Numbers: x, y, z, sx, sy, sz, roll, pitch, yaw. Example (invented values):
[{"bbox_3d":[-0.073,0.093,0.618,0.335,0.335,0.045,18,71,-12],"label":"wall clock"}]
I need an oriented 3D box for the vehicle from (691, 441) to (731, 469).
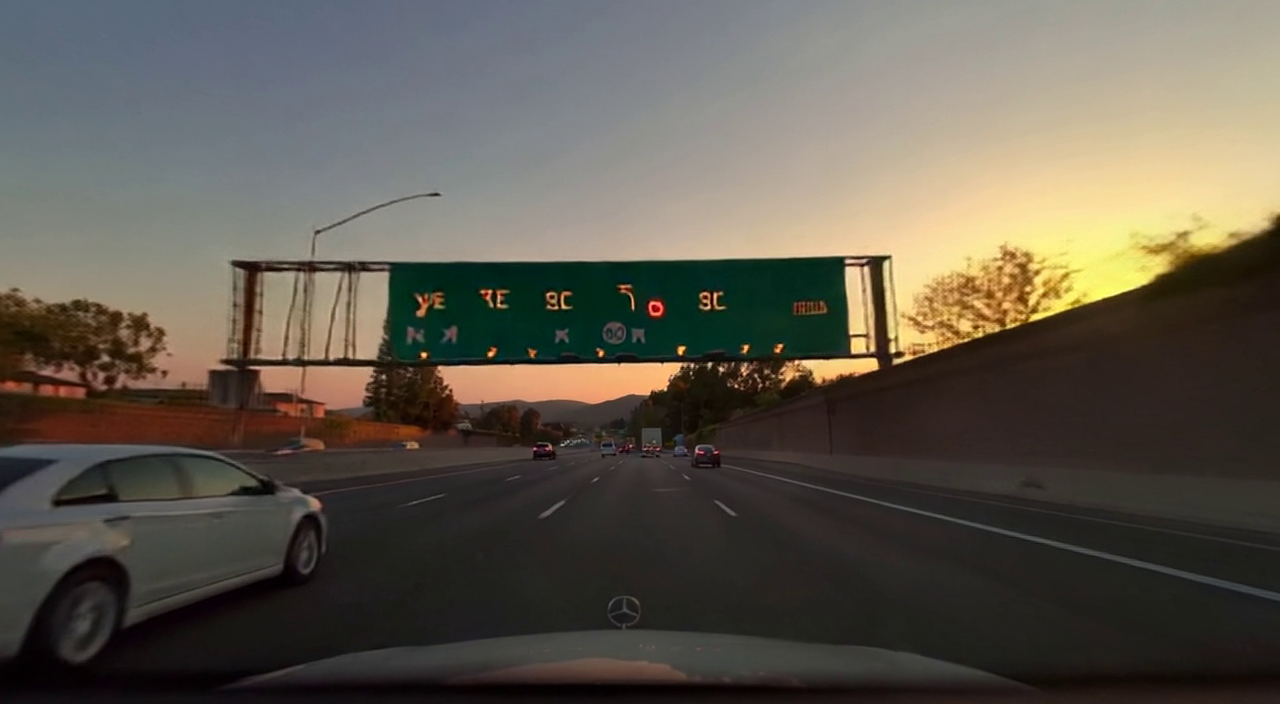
[{"bbox_3d":[4.326,6.374,38.987,2.046,1.655,4.143,0,-9,1],"label":"vehicle"}]

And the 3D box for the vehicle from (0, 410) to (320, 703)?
[{"bbox_3d":[-4.020,1.146,3.796,1.947,1.479,4.114,0,-9,1],"label":"vehicle"}]
